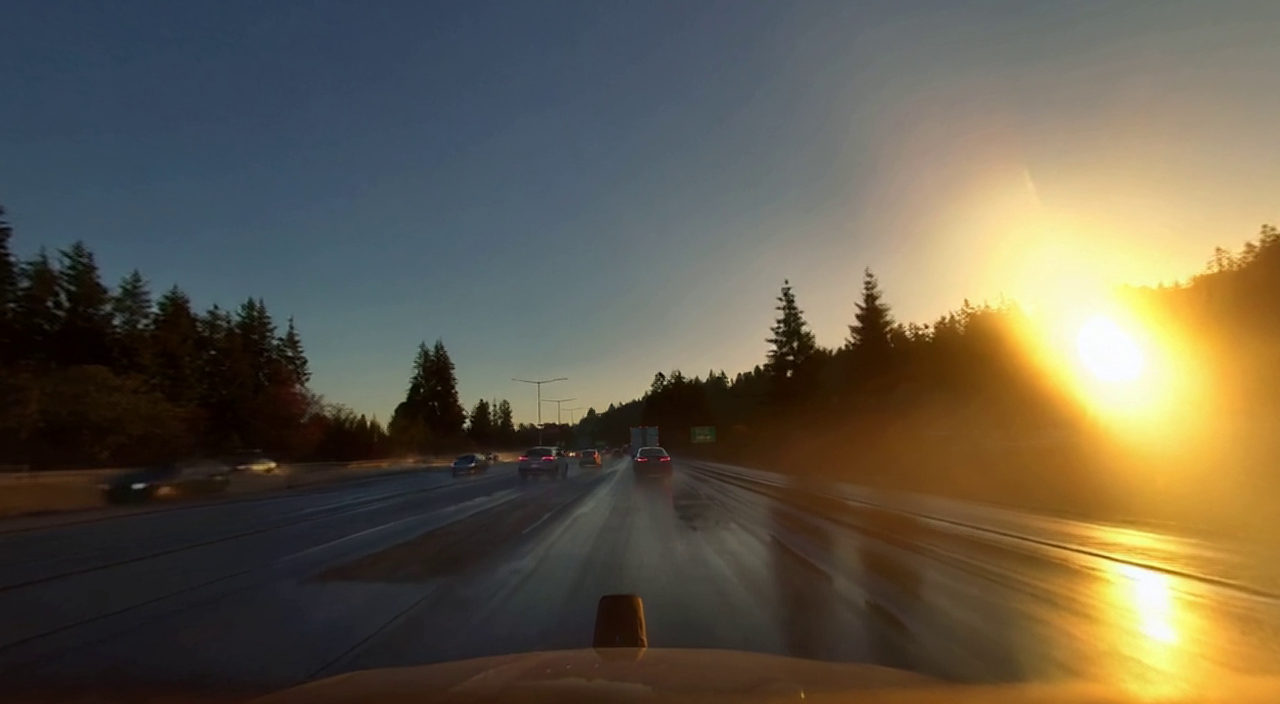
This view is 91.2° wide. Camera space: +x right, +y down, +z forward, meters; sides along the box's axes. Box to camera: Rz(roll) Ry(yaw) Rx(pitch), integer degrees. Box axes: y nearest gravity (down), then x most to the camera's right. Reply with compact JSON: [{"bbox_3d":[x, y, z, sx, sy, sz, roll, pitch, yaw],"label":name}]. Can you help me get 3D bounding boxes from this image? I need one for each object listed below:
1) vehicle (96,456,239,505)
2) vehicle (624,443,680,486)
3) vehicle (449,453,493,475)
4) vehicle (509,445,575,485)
[{"bbox_3d":[-16.789,4.546,22.570,1.874,1.538,4.116,0,-9,0],"label":"vehicle"},{"bbox_3d":[0.399,4.443,24.954,2.015,1.526,4.286,0,-9,-1],"label":"vehicle"},{"bbox_3d":[-12.482,8.311,46.596,1.954,1.514,4.517,-1,-9,1],"label":"vehicle"},{"bbox_3d":[-3.955,4.630,26.001,1.940,1.502,4.463,-1,-9,1],"label":"vehicle"}]
